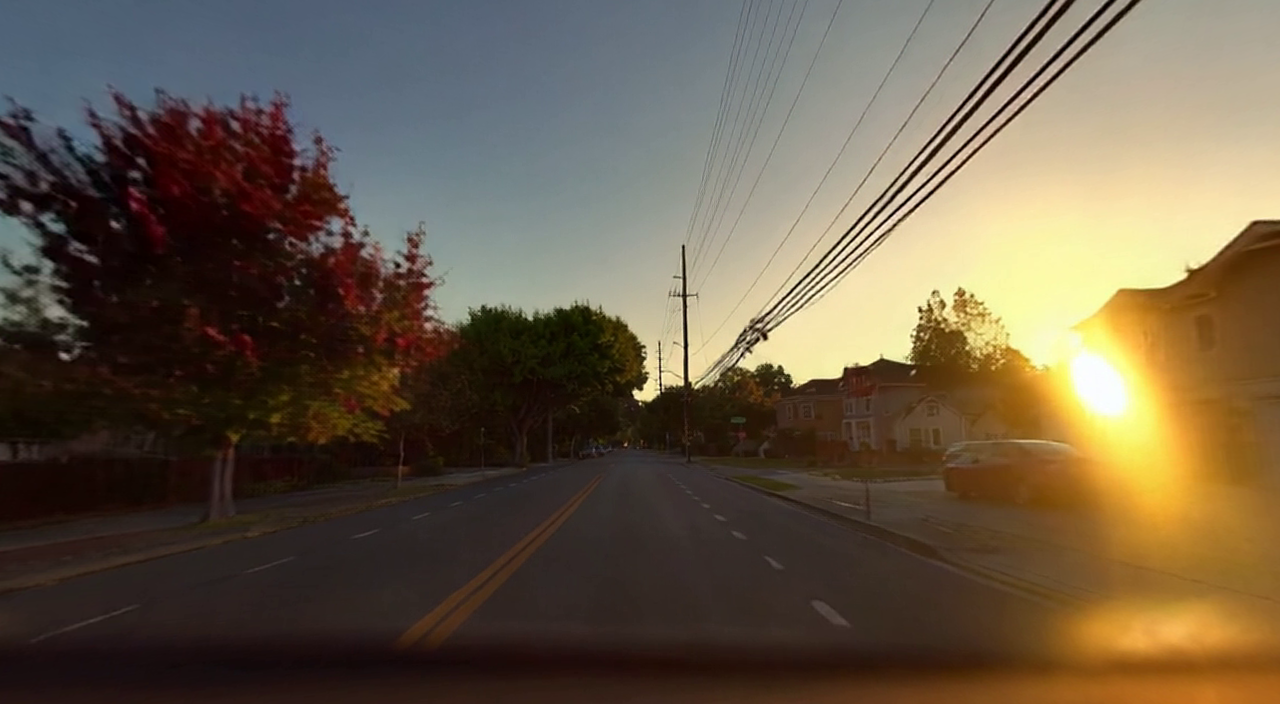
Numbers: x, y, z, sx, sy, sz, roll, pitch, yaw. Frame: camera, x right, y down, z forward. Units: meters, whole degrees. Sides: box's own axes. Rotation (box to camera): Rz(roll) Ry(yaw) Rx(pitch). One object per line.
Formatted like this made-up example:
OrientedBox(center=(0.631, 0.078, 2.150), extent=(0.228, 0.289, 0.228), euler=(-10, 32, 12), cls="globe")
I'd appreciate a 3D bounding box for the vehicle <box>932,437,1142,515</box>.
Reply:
OrientedBox(center=(8.709, 2.729, 14.463), extent=(1.811, 1.491, 4.407), euler=(0, -9, -2), cls="vehicle")
